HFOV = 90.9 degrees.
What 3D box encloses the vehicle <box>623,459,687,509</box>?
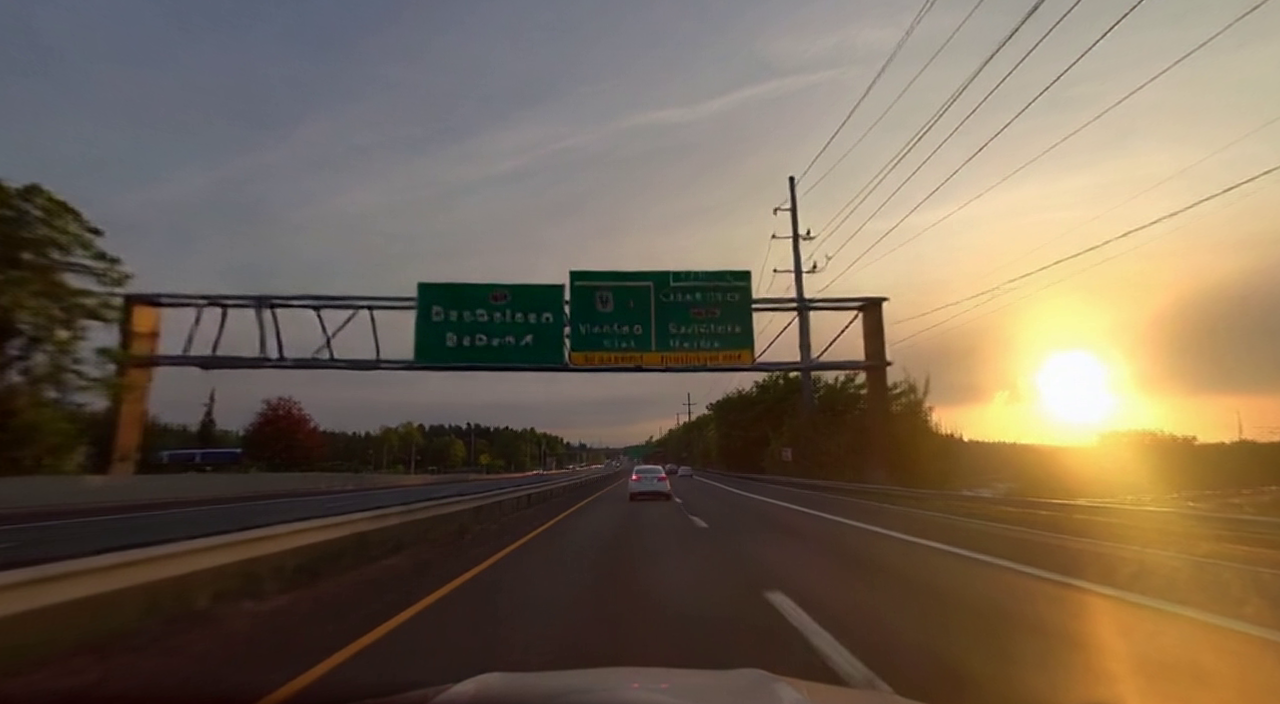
[{"bbox_3d":[0.480,4.430,21.417,1.987,1.480,3.786,1,-10,0],"label":"vehicle"}]
